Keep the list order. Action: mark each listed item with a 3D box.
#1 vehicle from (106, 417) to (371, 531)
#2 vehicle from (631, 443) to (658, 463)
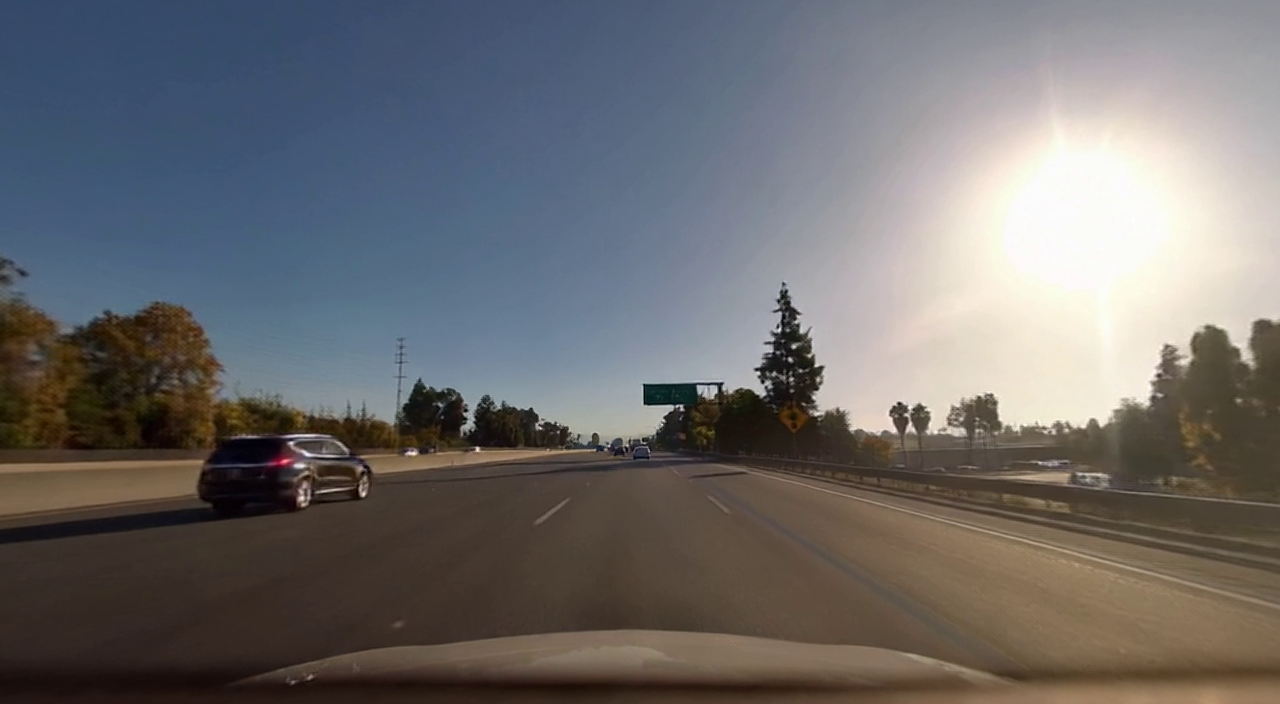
[{"bbox_3d":[-7.432,2.294,12.507,2.032,1.808,4.776,0,-8,1],"label":"vehicle"},{"bbox_3d":[0.295,7.852,49.216,2.021,1.528,4.154,0,-8,-1],"label":"vehicle"}]
